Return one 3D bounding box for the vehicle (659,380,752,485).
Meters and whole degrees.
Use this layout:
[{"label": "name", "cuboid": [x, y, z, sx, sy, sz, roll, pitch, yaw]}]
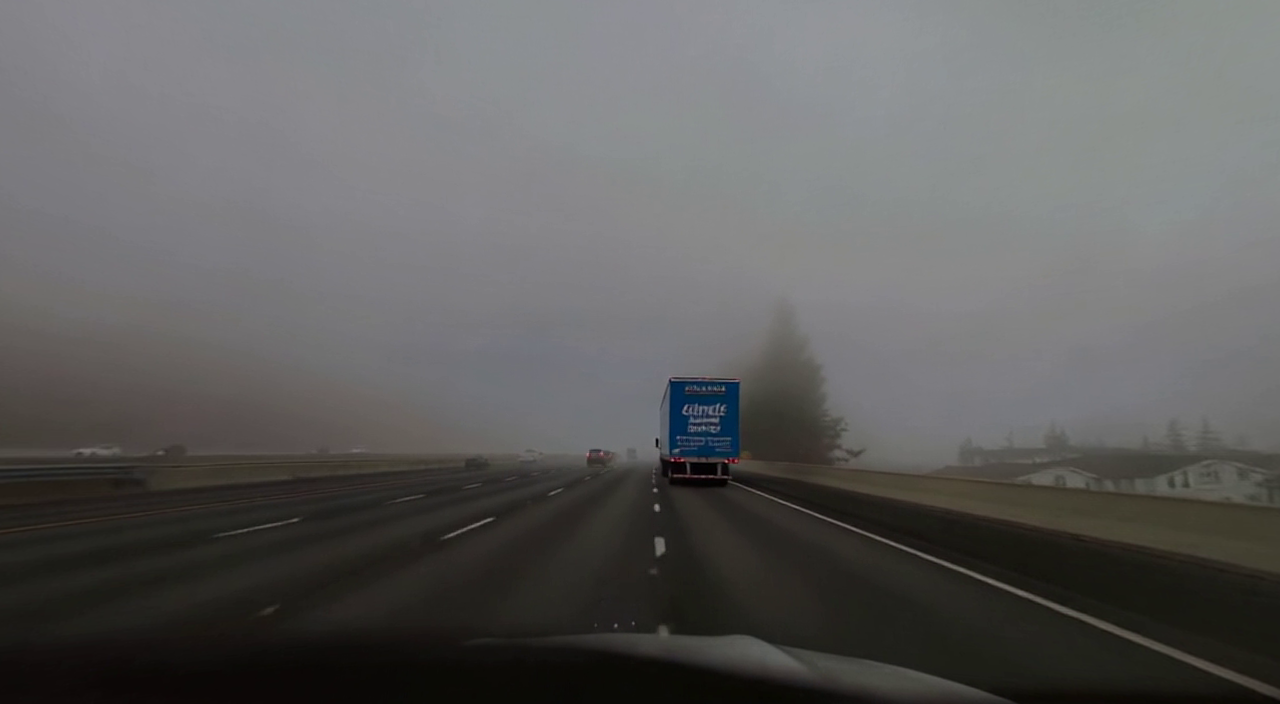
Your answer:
[{"label": "vehicle", "cuboid": [2.786, 4.308, 32.544, 3.140, 4.100, 15.551, 0, -9, 0]}]
